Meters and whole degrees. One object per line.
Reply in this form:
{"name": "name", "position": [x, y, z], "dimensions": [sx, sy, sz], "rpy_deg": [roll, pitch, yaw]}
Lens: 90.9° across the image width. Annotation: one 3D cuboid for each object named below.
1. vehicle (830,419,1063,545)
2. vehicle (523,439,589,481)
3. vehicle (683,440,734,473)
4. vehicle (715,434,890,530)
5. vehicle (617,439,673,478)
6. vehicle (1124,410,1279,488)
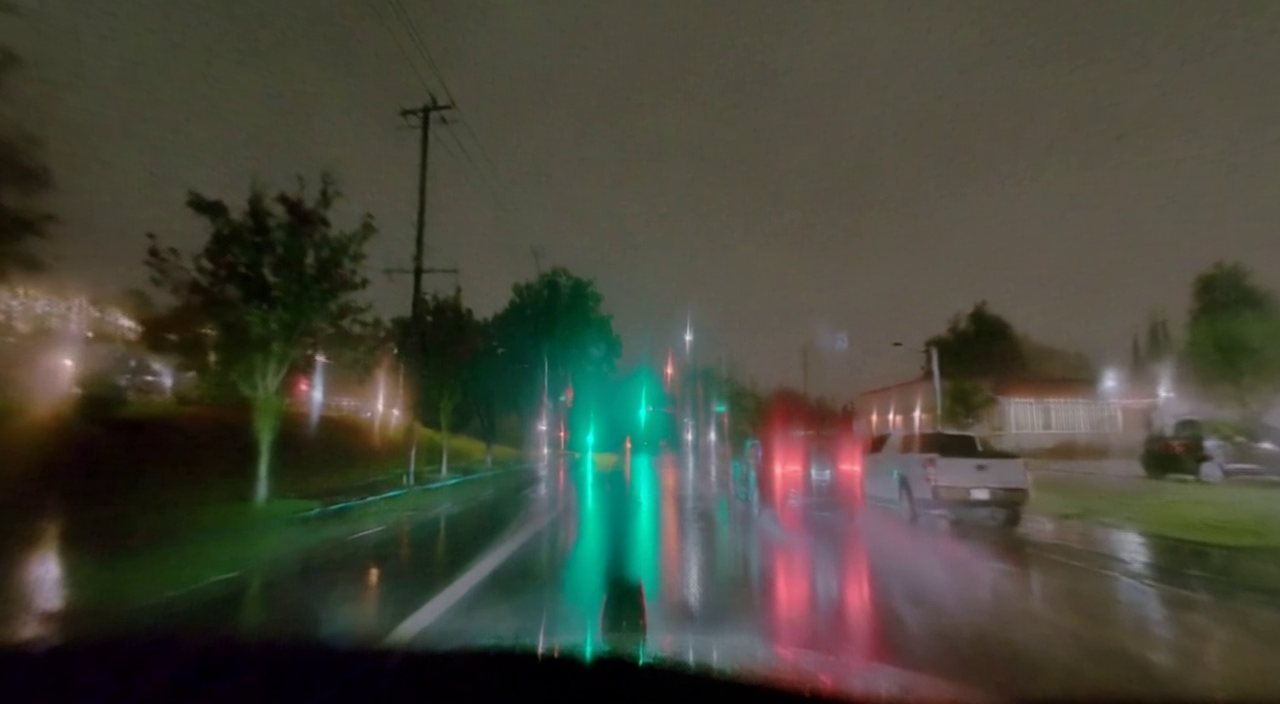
{"name": "vehicle", "position": [5.714, 2.414, 12.608], "dimensions": [2.277, 1.850, 4.717], "rpy_deg": [4, -8, -1]}
{"name": "vehicle", "position": [-3.196, 4.218, 24.886], "dimensions": [2.012, 1.505, 4.205], "rpy_deg": [0, -8, 1]}
{"name": "vehicle", "position": [3.242, 5.044, 30.662], "dimensions": [1.943, 1.484, 4.030], "rpy_deg": [0, -8, -1]}
{"name": "vehicle", "position": [2.812, 2.367, 12.145], "dimensions": [2.158, 1.483, 4.415], "rpy_deg": [0, -8, -1]}
{"name": "vehicle", "position": [0.163, 4.300, 25.751], "dimensions": [2.101, 1.467, 4.210], "rpy_deg": [0, -8, 0]}
{"name": "vehicle", "position": [16.470, 2.623, 16.927], "dimensions": [2.478, 1.836, 5.409], "rpy_deg": [0, -10, -2]}
